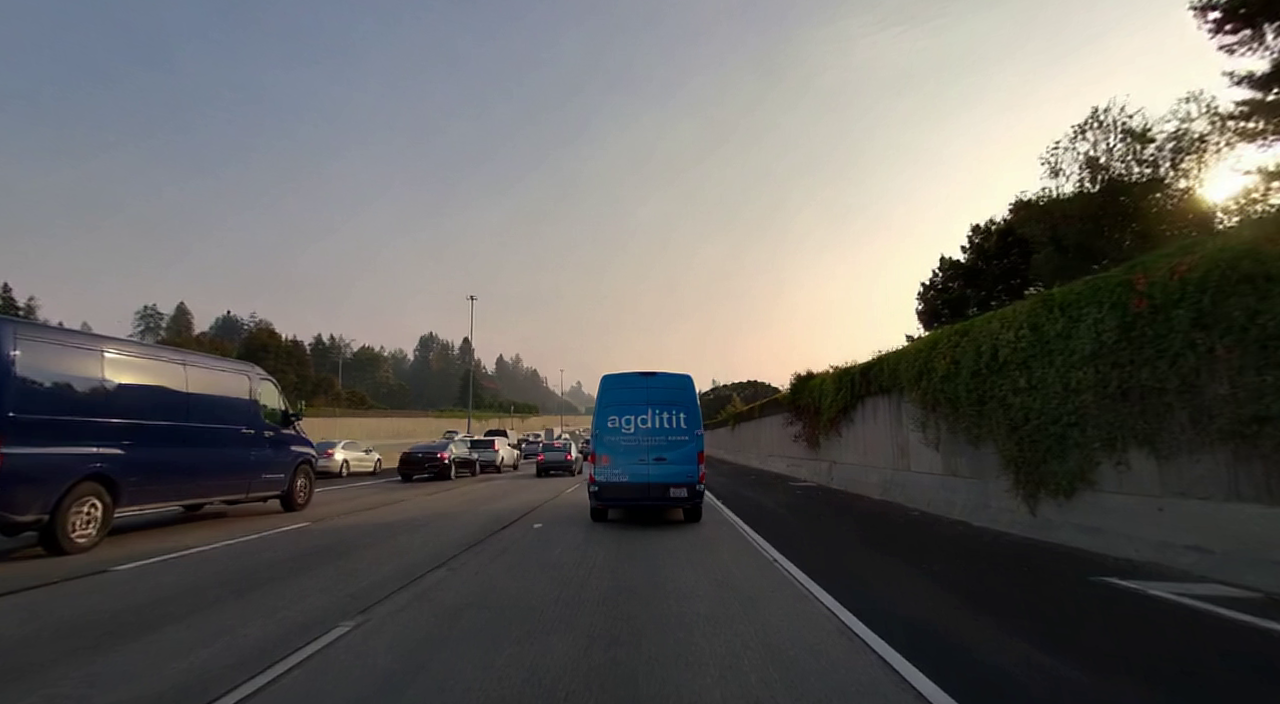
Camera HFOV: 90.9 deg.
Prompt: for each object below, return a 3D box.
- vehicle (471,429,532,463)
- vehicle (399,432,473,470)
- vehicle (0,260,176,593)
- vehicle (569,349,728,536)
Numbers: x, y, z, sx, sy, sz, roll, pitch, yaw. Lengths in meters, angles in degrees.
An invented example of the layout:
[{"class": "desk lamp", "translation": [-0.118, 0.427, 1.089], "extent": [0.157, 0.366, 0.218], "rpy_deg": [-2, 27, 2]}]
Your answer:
[{"class": "vehicle", "translation": [-9.454, 6.533, 43.767], "extent": [2.566, 2.158, 5.957], "rpy_deg": [-1, -8, 3]}, {"class": "vehicle", "translation": [-10.498, 5.136, 32.894], "extent": [2.061, 1.846, 4.852], "rpy_deg": [-1, -8, 2]}, {"class": "vehicle", "translation": [-7.407, 0.475, 4.368], "extent": [2.717, 3.113, 7.354], "rpy_deg": [0, -8, 0]}, {"class": "vehicle", "translation": [0.179, 1.787, 12.518], "extent": [2.316, 2.738, 6.398], "rpy_deg": [0, -8, 1]}]
